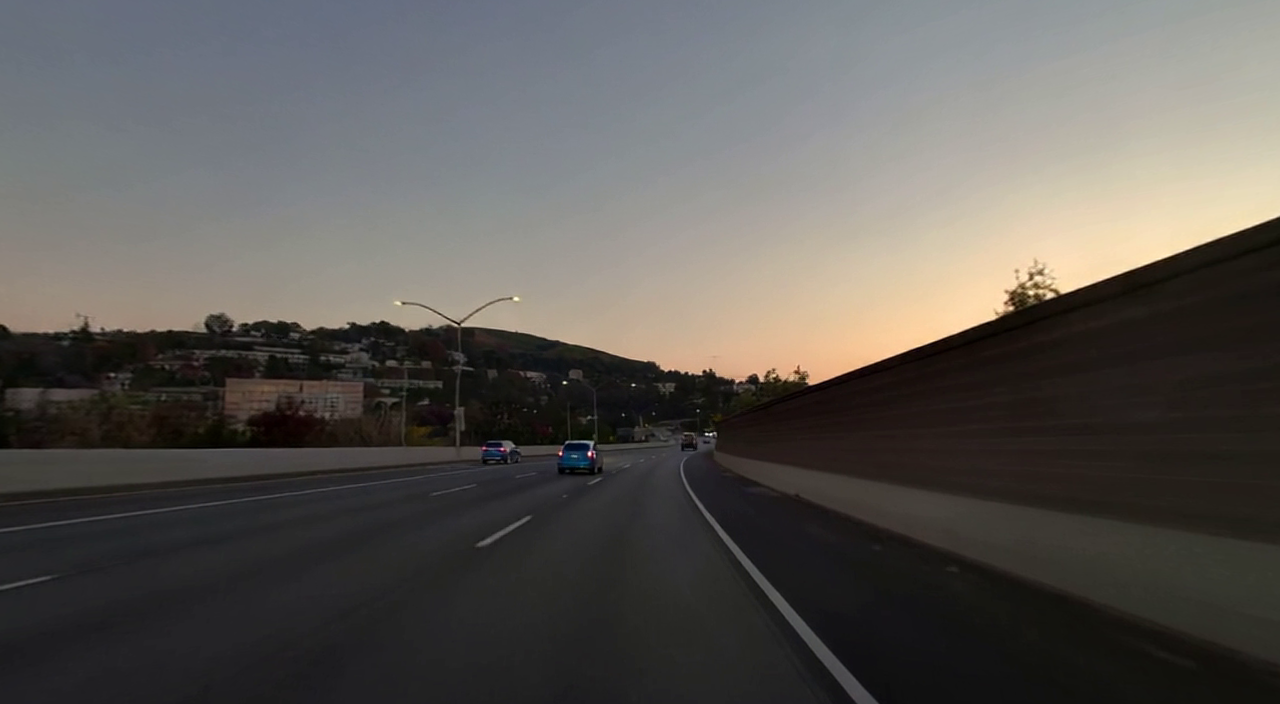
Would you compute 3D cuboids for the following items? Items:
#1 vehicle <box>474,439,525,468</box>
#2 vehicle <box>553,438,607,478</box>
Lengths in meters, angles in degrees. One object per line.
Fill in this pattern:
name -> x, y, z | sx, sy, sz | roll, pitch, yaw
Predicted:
vehicle -> -9.137, 6.630, 41.449 | 2.039, 1.746, 4.528 | -1, -8, 4
vehicle -> -2.828, 5.143, 30.781 | 2.028, 1.782, 4.150 | -1, -8, 3
